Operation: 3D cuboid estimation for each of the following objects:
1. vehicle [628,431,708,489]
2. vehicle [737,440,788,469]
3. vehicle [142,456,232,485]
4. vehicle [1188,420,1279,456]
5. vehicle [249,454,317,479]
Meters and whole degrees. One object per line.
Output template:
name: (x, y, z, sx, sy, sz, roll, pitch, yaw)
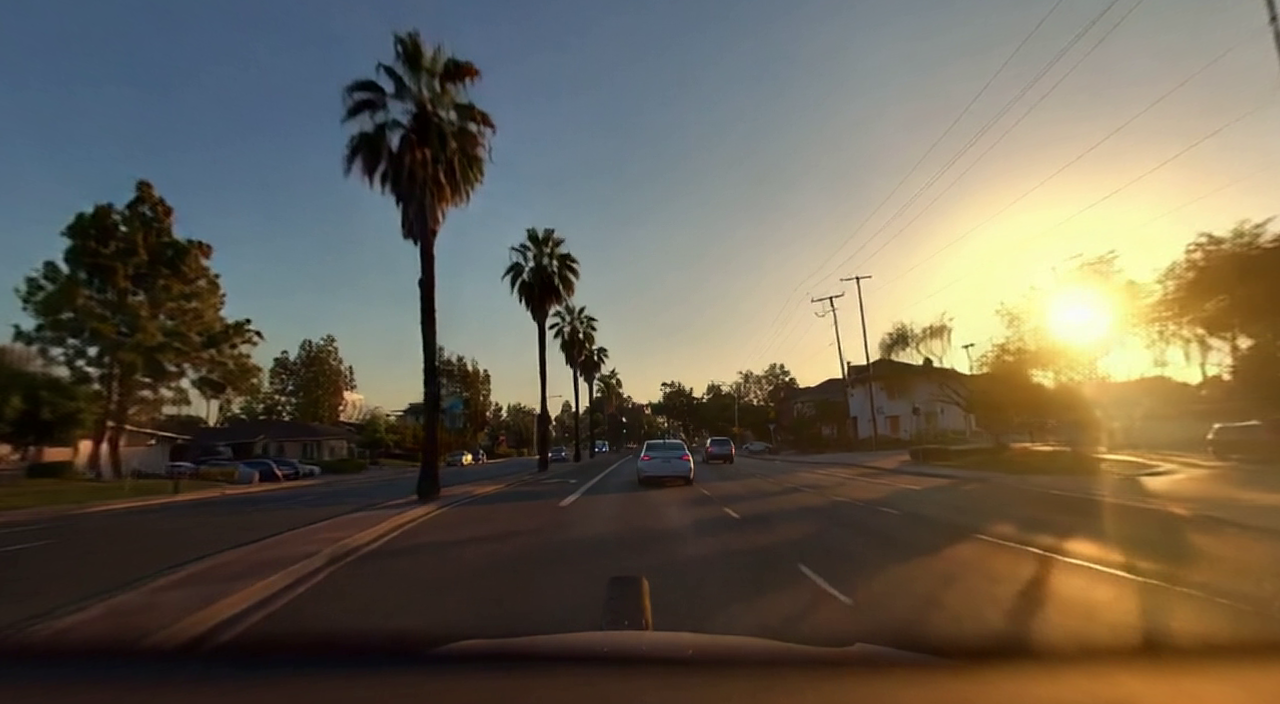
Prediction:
vehicle: (0.777, 3.460, 20.506, 2.289, 1.679, 4.180, 0, -8, -1)
vehicle: (6.643, 5.605, 34.668, 1.897, 1.477, 4.360, 0, -8, -1)
vehicle: (-26.399, 6.898, 36.932, 1.813, 1.452, 4.619, 0, -8, 0)
vehicle: (27.594, 3.905, 28.386, 1.781, 1.520, 3.979, 2, -9, -13)
vehicle: (-23.402, 7.518, 41.486, 1.834, 1.499, 4.346, 0, -9, 1)
